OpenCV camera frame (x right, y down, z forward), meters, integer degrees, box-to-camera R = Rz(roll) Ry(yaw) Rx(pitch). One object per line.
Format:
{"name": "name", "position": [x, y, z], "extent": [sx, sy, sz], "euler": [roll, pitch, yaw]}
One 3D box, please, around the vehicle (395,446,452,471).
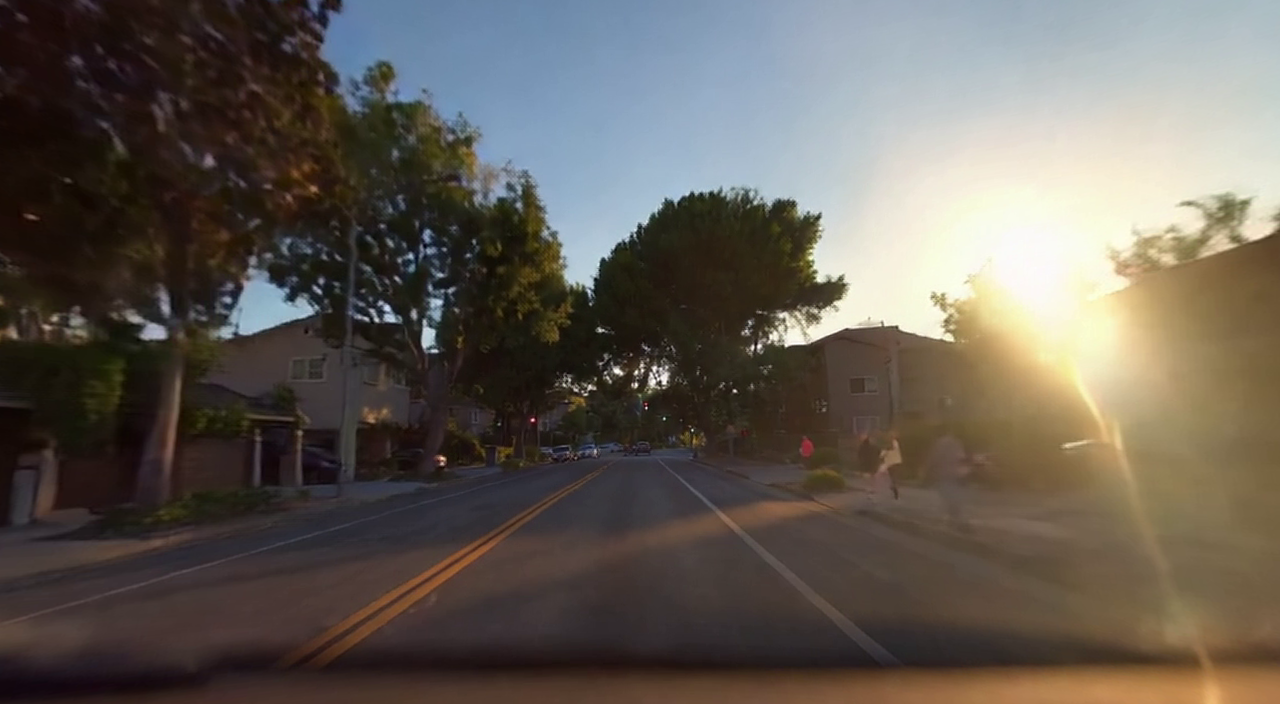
{"name": "vehicle", "position": [-12.826, 6.349, 37.722], "extent": [1.934, 1.389, 4.364], "euler": [0, -9, -1]}
